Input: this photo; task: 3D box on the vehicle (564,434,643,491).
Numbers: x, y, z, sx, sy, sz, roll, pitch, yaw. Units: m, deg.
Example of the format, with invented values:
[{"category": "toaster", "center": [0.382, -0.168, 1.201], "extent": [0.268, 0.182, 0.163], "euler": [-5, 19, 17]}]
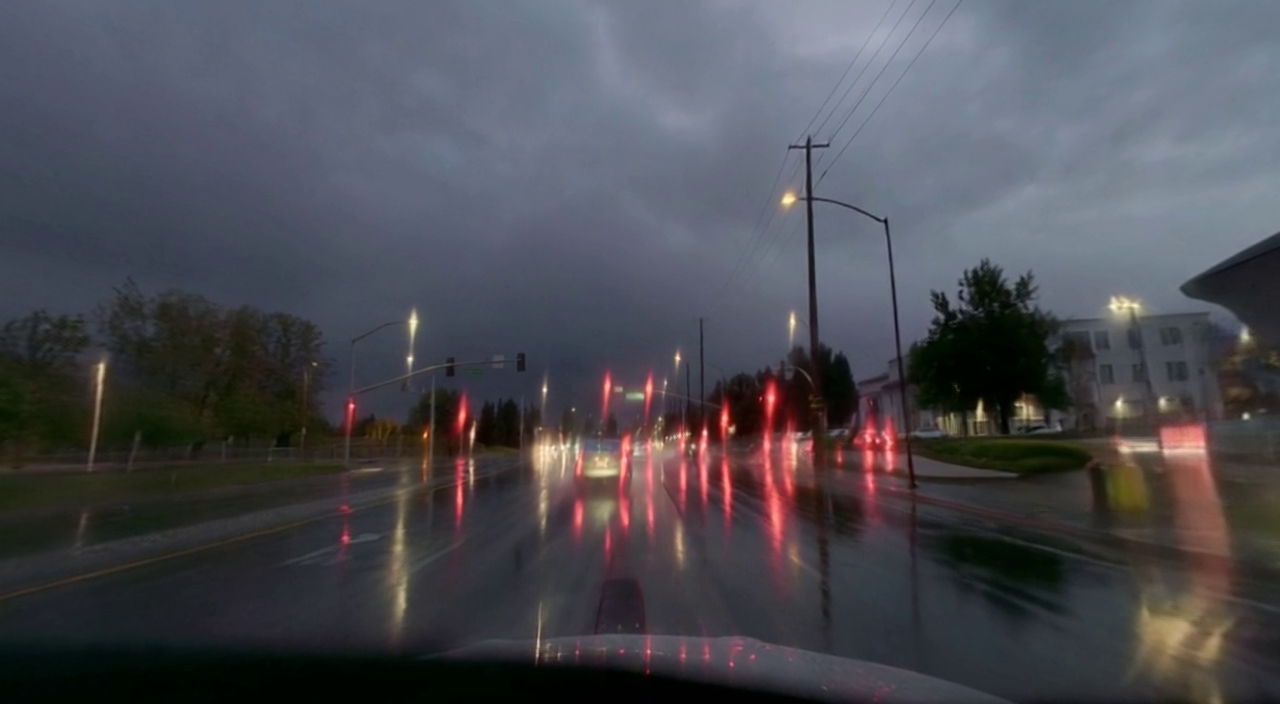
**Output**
[{"category": "vehicle", "center": [-0.976, 3.214, 18.701], "extent": [2.075, 1.470, 3.962], "euler": [0, -9, 0]}]

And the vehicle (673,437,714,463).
[{"category": "vehicle", "center": [3.231, 6.053, 38.998], "extent": [1.945, 1.470, 4.363], "euler": [0, -9, -2]}]
